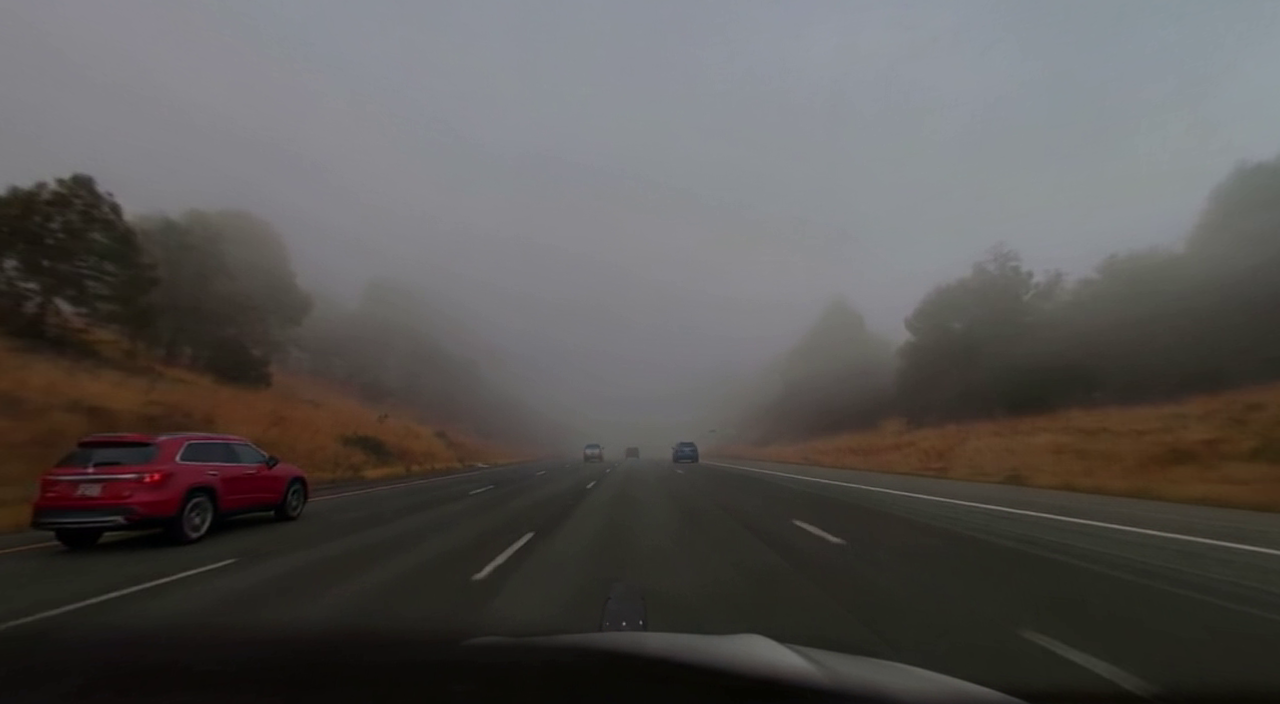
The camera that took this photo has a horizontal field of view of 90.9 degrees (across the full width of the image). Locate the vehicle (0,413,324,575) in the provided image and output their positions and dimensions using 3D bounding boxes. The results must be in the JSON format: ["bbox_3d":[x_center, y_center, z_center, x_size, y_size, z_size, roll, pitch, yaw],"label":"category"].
[{"bbox_3d":[-7.191,1.923,9.487,2.285,1.759,4.968,0,-8,0],"label":"vehicle"}]

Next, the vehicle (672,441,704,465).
[{"bbox_3d":[3.668,7.814,48.987,1.995,1.712,4.206,0,-8,-2],"label":"vehicle"}]
